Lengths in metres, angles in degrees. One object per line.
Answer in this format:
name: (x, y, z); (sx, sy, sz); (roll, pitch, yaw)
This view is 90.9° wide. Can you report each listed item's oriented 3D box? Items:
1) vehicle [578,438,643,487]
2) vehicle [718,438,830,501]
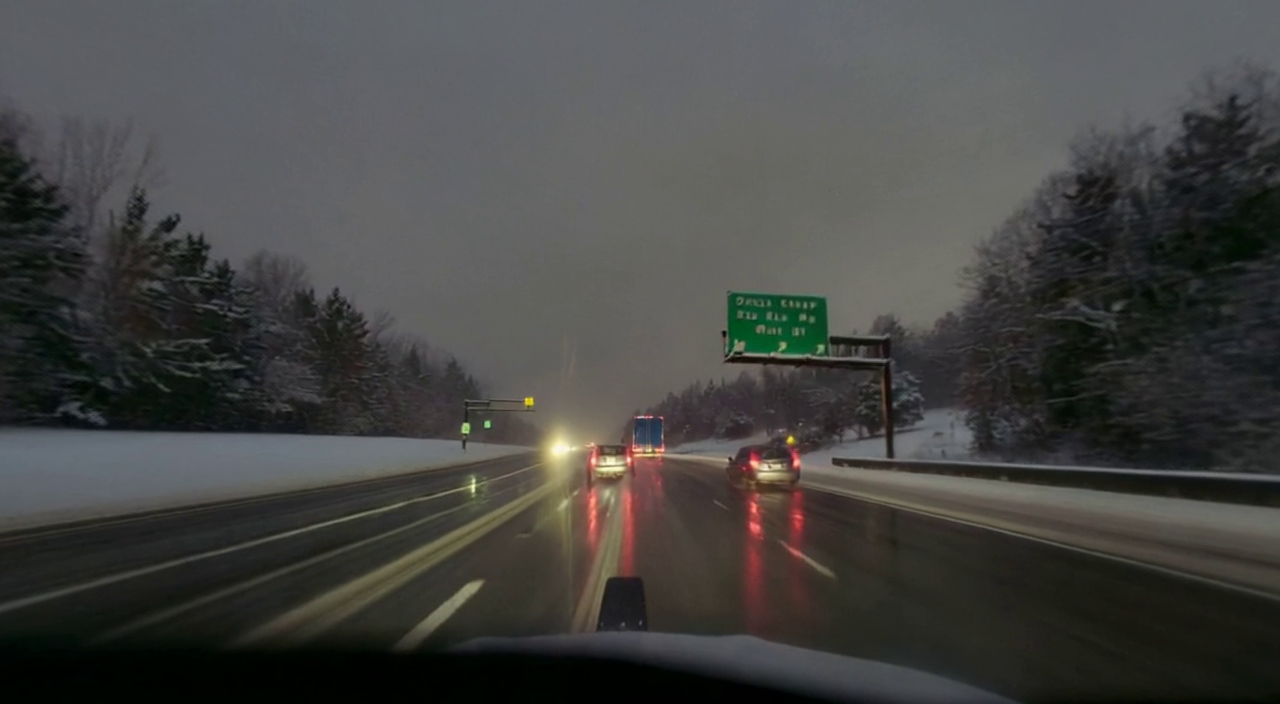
vehicle: (-0.985, 3.762, 21.855); (2.020, 1.516, 3.951); (0, -9, -1)
vehicle: (3.502, 3.149, 17.364); (1.971, 1.472, 4.301); (0, -9, -2)
